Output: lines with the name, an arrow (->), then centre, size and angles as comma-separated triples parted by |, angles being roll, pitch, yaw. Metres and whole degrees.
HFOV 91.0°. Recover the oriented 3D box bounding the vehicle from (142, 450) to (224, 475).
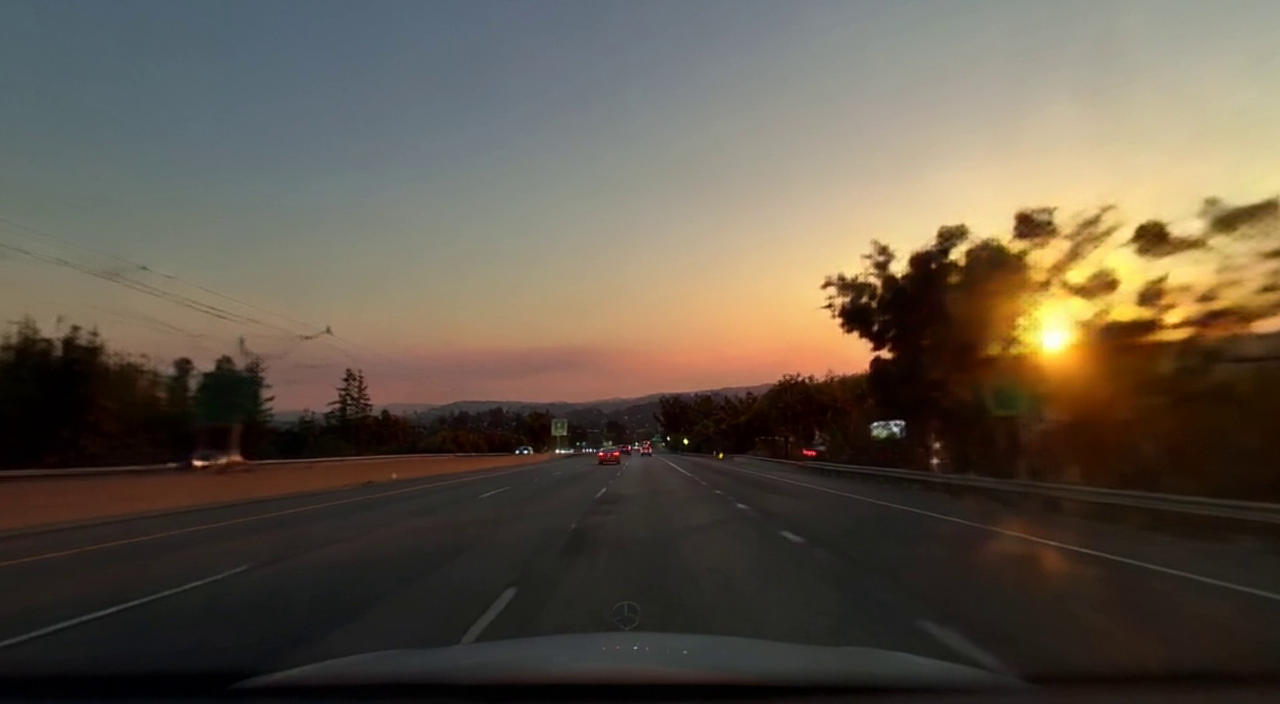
vehicle -> -30.483, 7.349, 42.204 | 1.908, 1.561, 4.572 | -1, -9, 2
